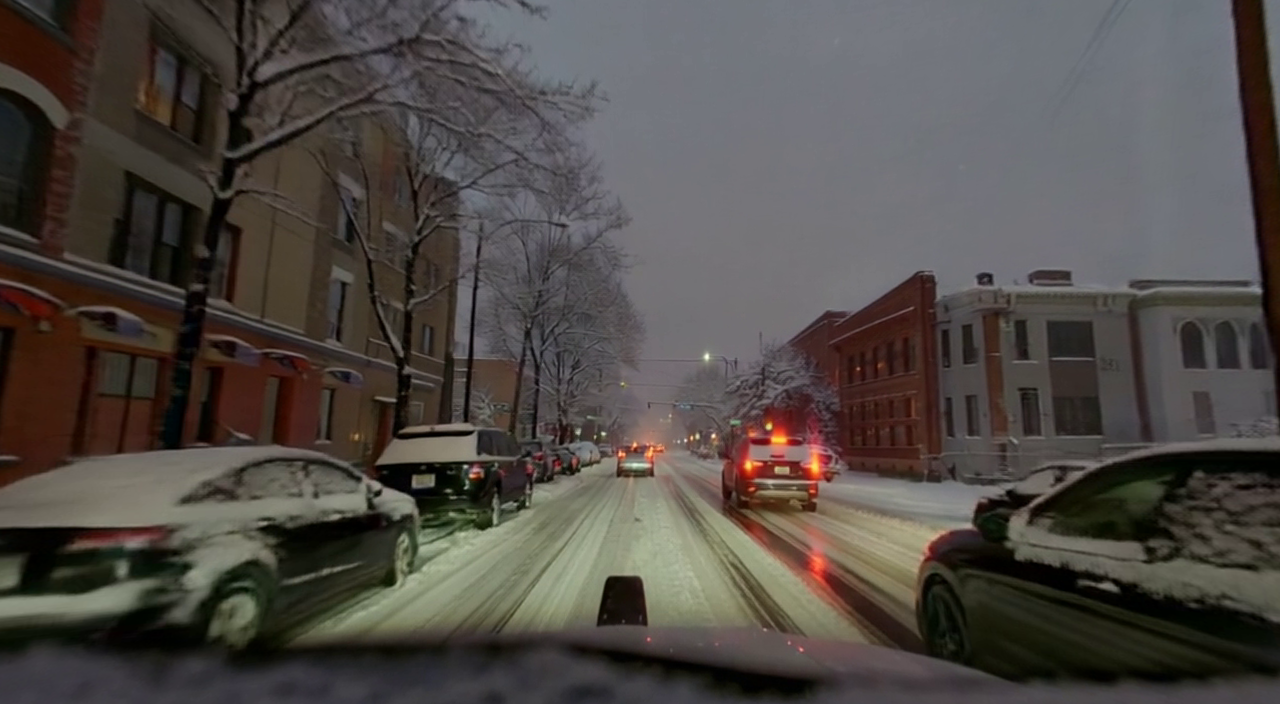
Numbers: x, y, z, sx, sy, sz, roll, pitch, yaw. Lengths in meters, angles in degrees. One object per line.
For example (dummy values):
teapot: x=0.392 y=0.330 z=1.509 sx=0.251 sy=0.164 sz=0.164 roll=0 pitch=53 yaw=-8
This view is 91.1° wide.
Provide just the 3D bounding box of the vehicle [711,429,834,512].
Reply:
vehicle: x=3.008 y=2.808 z=15.350 sx=2.002 sy=1.707 sz=4.547 roll=0 pitch=-9 yaw=0

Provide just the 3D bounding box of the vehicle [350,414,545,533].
vehicle: x=-3.412 y=2.298 z=12.522 sx=2.142 sy=1.832 sz=5.373 roll=0 pitch=-9 yaw=1

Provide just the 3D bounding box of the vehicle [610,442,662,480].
vehicle: x=-0.142 y=4.537 z=26.379 sx=2.007 sy=1.460 sz=3.923 roll=0 pitch=-9 yaw=0

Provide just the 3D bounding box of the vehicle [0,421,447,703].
vehicle: x=-3.446 y=1.418 z=5.285 sx=1.972 sy=1.471 sz=4.795 roll=0 pitch=-9 yaw=2

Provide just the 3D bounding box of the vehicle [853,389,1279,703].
vehicle: x=2.467 y=0.907 z=1.849 sx=2.080 sy=1.495 sz=4.591 roll=0 pitch=-9 yaw=0

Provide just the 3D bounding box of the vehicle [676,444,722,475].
vehicle: x=3.022 y=5.619 z=33.080 sx=1.966 sy=1.475 sz=4.528 roll=0 pitch=-9 yaw=0
